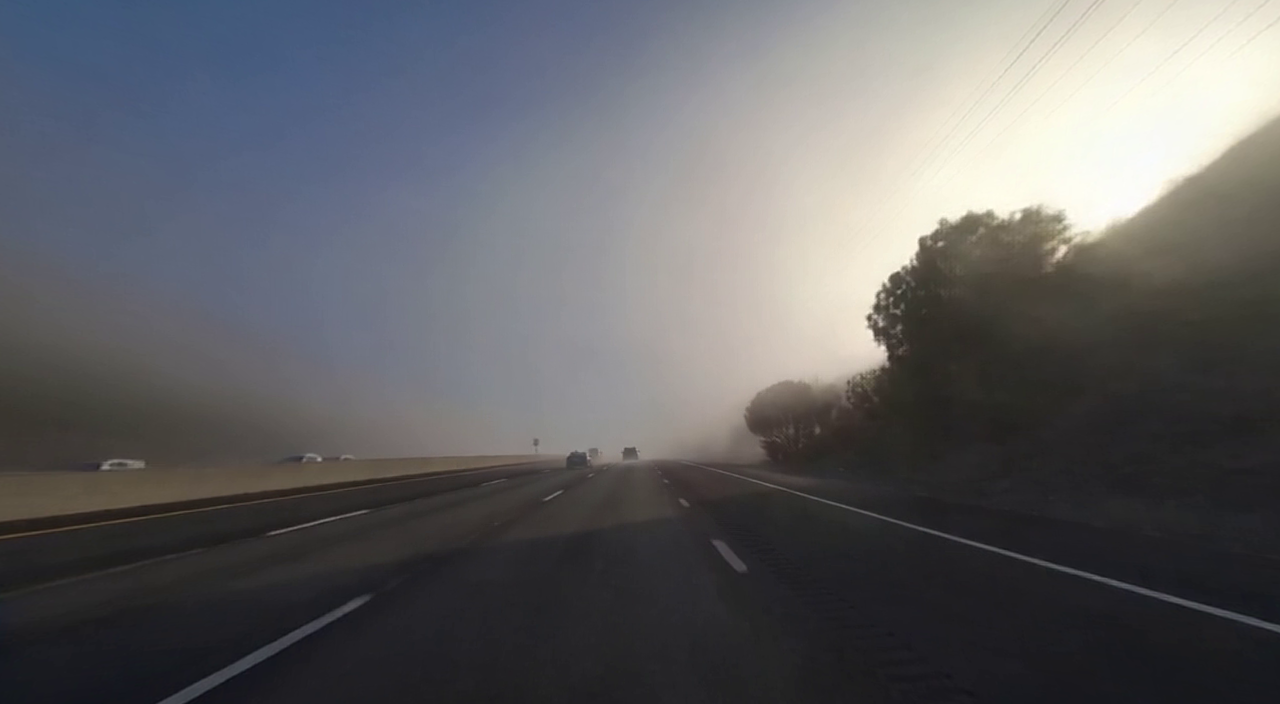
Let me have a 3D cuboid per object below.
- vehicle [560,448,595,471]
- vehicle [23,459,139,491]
[{"bbox_3d":[-4.207,7.286,43.020,1.924,1.511,4.079,0,-9,0],"label":"vehicle"},{"bbox_3d":[-29.619,6.518,33.738,1.852,1.474,4.749,0,-9,0],"label":"vehicle"}]
